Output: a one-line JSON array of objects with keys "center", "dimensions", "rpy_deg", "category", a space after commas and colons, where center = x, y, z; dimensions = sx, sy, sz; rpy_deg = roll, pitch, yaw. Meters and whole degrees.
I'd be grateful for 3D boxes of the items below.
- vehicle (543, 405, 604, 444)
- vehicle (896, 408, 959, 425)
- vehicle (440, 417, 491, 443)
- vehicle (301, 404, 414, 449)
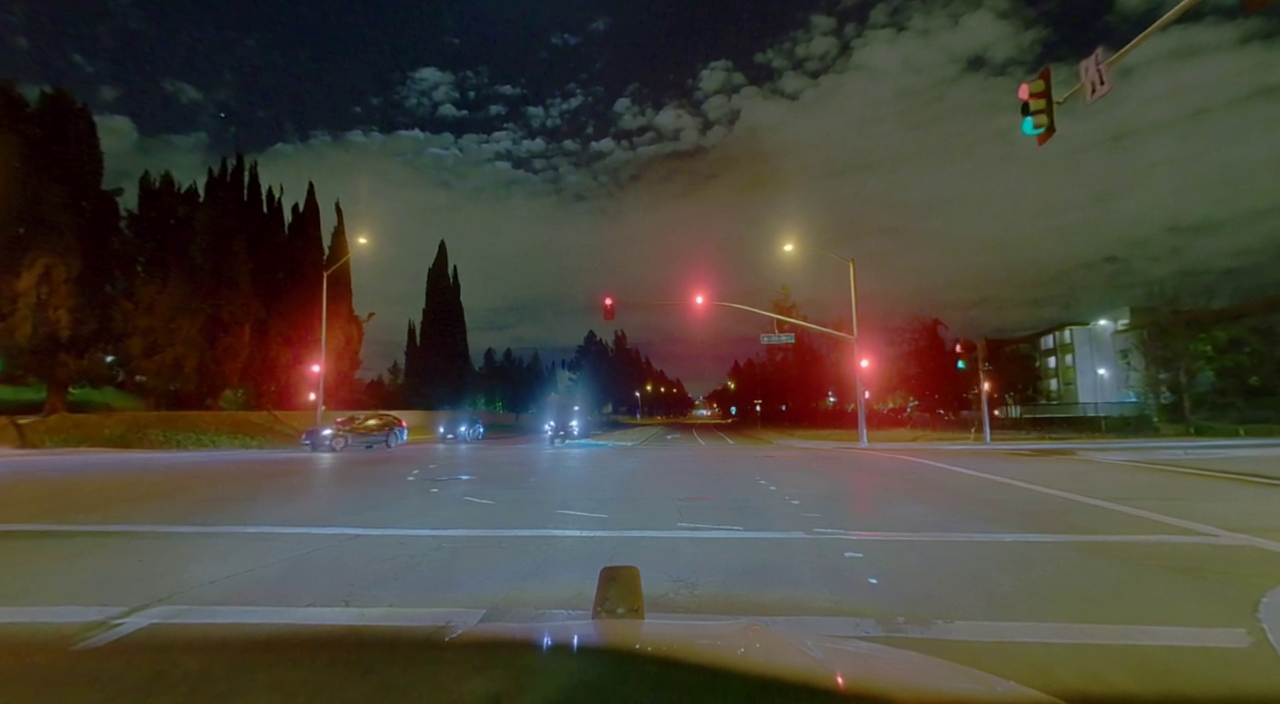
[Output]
[{"center": [-3.447, 3.956, 33.807], "dimensions": [2.306, 1.907, 5.382], "rpy_deg": [-1, -8, 4], "category": "vehicle"}, {"center": [22.008, 4.942, 48.440], "dimensions": [3.933, 1.219, 1.700], "rpy_deg": [-1, -9, 3], "category": "vehicle"}, {"center": [-11.239, 5.119, 41.085], "dimensions": [1.899, 1.510, 4.294], "rpy_deg": [-1, -8, 3], "category": "vehicle"}, {"center": [-13.041, 3.579, 29.632], "dimensions": [2.340, 1.902, 4.920], "rpy_deg": [-2, -9, 11], "category": "vehicle"}]
